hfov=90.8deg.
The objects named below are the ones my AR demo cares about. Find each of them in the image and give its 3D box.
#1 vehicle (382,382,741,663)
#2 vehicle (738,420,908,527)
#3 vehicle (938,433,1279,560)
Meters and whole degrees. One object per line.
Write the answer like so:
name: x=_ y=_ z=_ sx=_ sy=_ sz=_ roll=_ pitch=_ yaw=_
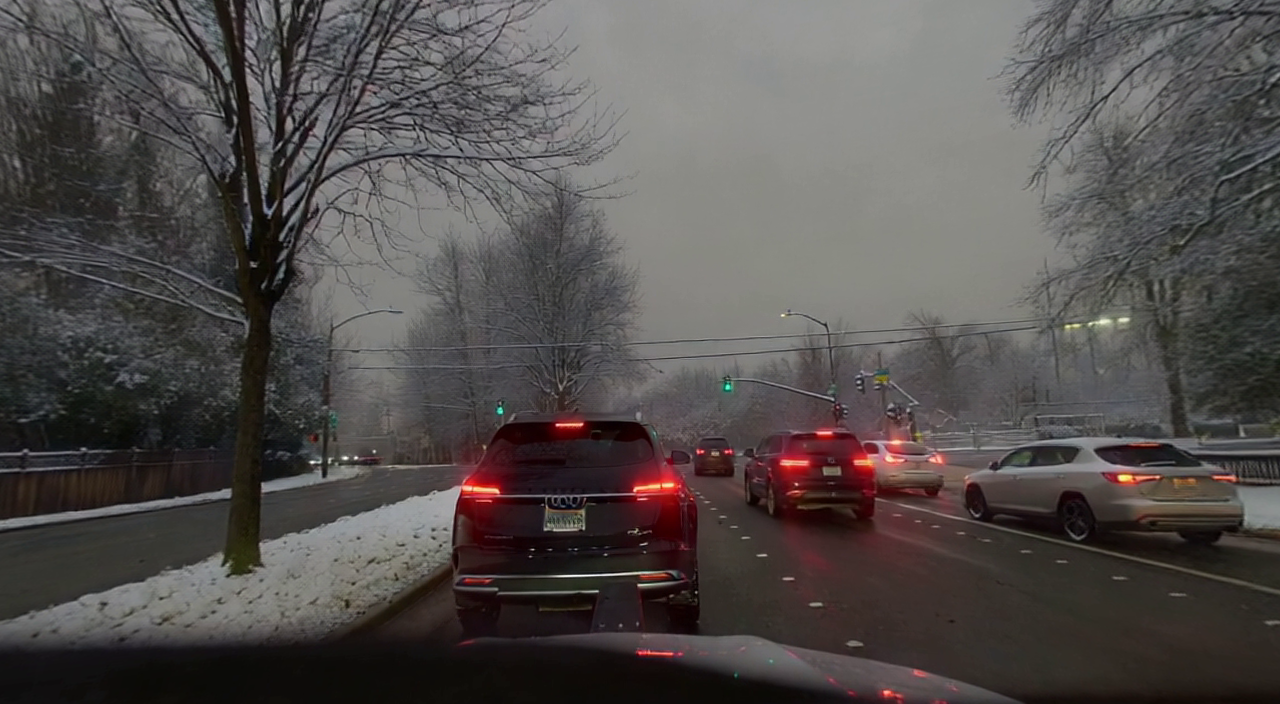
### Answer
vehicle: x=-0.429 y=1.358 z=6.090 sx=2.201 sy=1.709 sz=4.271 roll=0 pitch=-9 yaw=1
vehicle: x=3.255 y=2.267 z=12.303 sx=1.963 sy=1.682 sz=4.407 roll=0 pitch=-9 yaw=0
vehicle: x=6.592 y=2.019 z=9.646 sx=1.894 sy=1.445 sz=4.565 roll=0 pitch=-9 yaw=0
